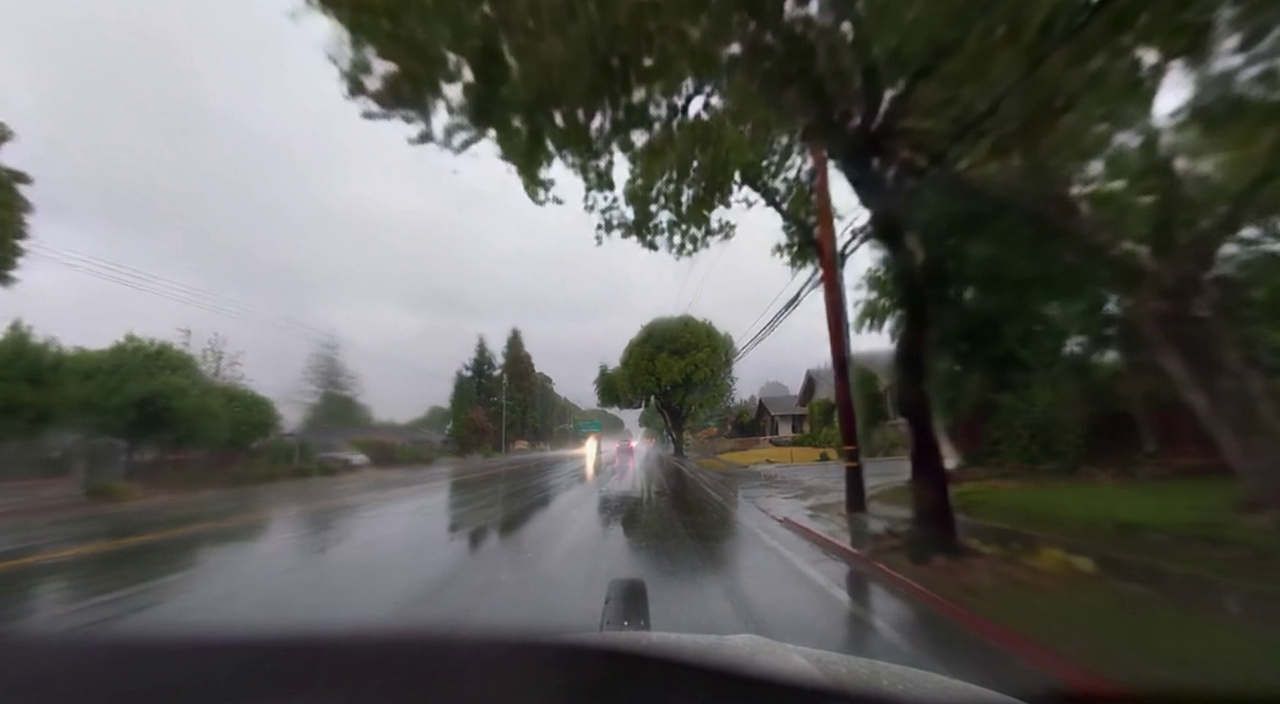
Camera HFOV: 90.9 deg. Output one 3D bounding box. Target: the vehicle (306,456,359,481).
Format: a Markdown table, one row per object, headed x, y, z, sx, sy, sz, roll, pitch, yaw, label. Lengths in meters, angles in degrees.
| x | y | z | sx | sy | sz | roll | pitch | yaw | label |
| --- | --- | --- | --- | --- | --- | --- | --- | --- | --- |
| -20.922 | 7.899 | 43.074 | 1.854 | 1.504 | 4.436 | 1 | -8 | -7 | vehicle |
